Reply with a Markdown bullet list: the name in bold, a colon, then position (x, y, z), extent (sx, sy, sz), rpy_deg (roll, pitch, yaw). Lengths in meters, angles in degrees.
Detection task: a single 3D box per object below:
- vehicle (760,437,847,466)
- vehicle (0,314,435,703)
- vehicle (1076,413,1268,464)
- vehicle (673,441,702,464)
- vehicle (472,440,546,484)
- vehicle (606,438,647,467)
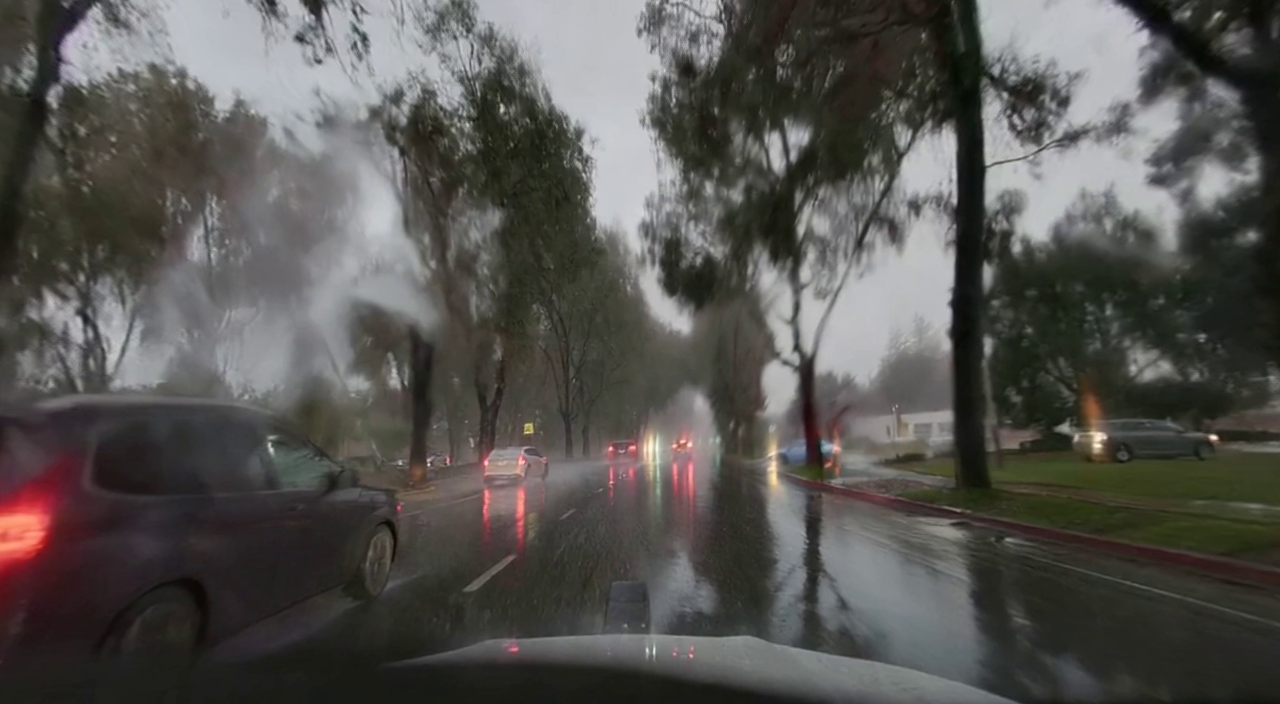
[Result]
- **vehicle**: position (9.661, 5.921, 37.448), extent (4.824, 1.646, 2.077), rpy_deg (-2, -9, 13)
- **vehicle**: position (-3.139, 1.067, 4.129), extent (2.123, 1.761, 4.322), rpy_deg (0, -9, 0)
- **vehicle**: position (17.762, 2.924, 21.289), extent (4.420, 1.607, 2.098), rpy_deg (-1, -8, 6)
- **vehicle**: position (3.565, 7.639, 47.990), extent (2.088, 1.597, 4.309), rpy_deg (-1, -9, 3)
- **vehicle**: position (-5.450, 4.620, 26.780), extent (1.985, 1.708, 4.310), rpy_deg (-1, -9, 4)
- **vehicle**: position (-0.867, 6.803, 42.855), extent (2.255, 1.806, 4.710), rpy_deg (-1, -9, 6)
